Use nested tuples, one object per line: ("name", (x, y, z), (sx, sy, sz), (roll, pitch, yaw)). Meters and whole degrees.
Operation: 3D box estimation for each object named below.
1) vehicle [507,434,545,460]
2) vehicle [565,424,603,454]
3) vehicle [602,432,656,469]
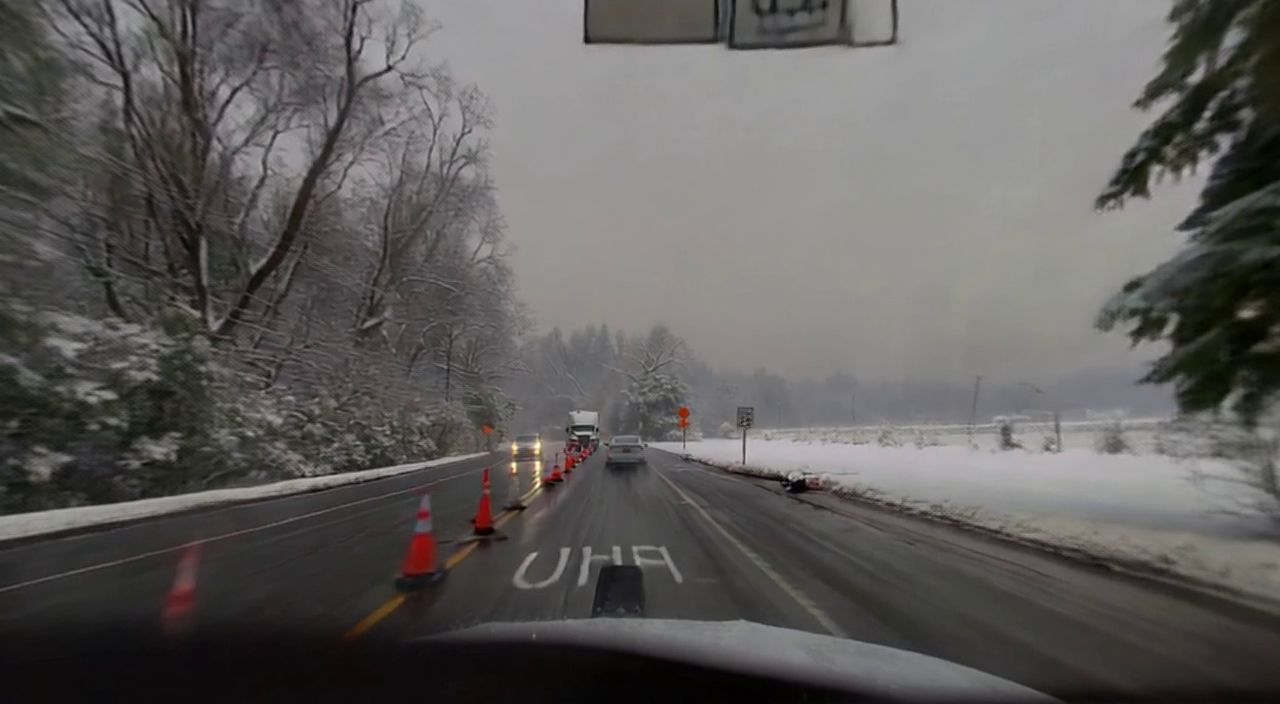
("vehicle", (-6.952, 5.835, 38.956), (2.019, 1.492, 4.091), (1, -8, -6))
("vehicle", (-4.239, 6.537, 47.327), (2.671, 2.053, 6.074), (1, -8, -6))
("vehicle", (-0.490, 4.261, 27.524), (2.186, 1.463, 4.356), (0, -8, -1))
